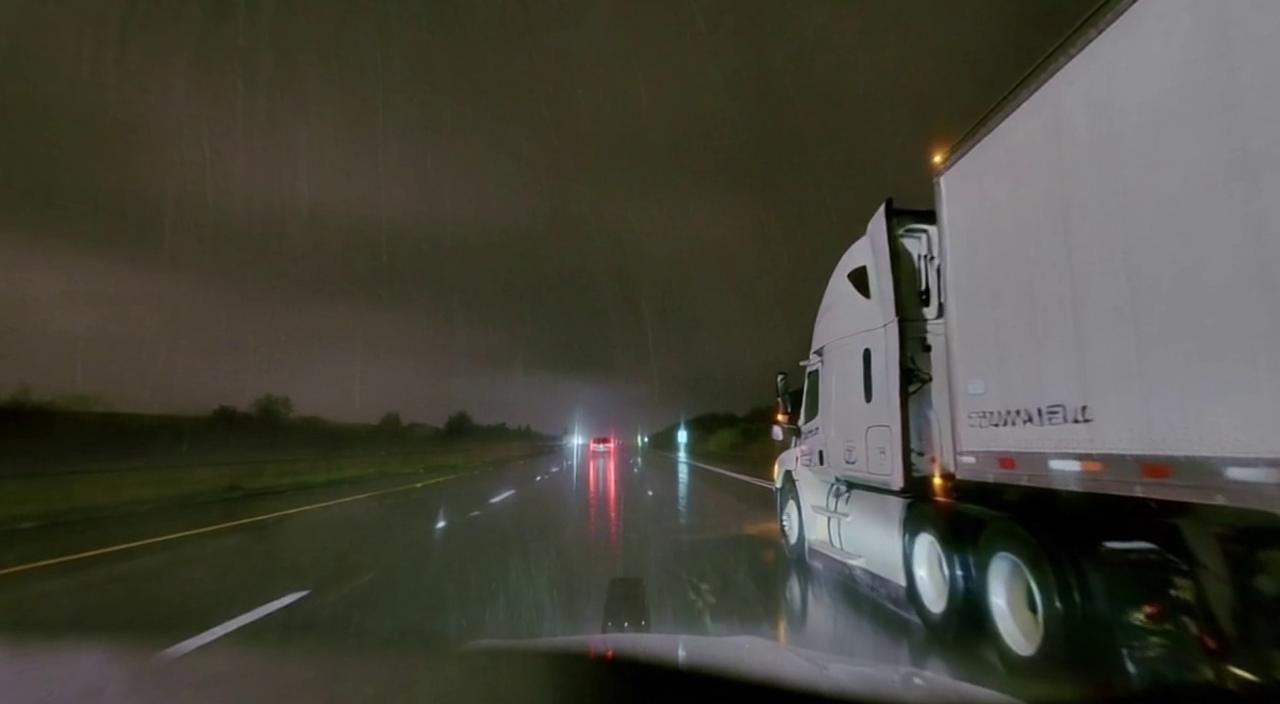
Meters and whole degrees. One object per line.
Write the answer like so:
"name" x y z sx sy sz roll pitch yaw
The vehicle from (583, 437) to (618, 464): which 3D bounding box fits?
"vehicle" -2.443 6.230 39.904 2.111 1.635 4.177 0 -8 -2
